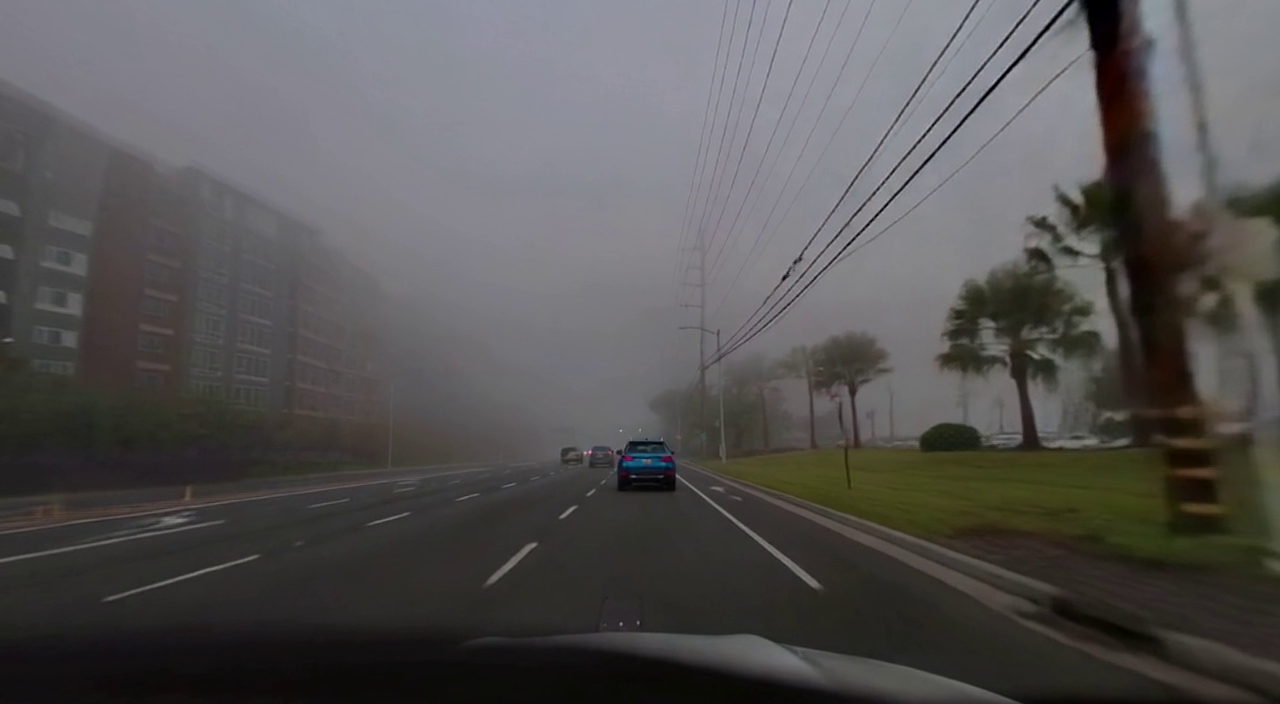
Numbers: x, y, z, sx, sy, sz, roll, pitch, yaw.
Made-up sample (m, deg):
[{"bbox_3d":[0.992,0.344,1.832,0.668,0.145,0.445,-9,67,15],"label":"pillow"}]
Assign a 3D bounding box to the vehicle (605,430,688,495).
[{"bbox_3d":[0.158,3.267,18.930,2.198,1.706,4.166,0,-9,0],"label":"vehicle"}]
